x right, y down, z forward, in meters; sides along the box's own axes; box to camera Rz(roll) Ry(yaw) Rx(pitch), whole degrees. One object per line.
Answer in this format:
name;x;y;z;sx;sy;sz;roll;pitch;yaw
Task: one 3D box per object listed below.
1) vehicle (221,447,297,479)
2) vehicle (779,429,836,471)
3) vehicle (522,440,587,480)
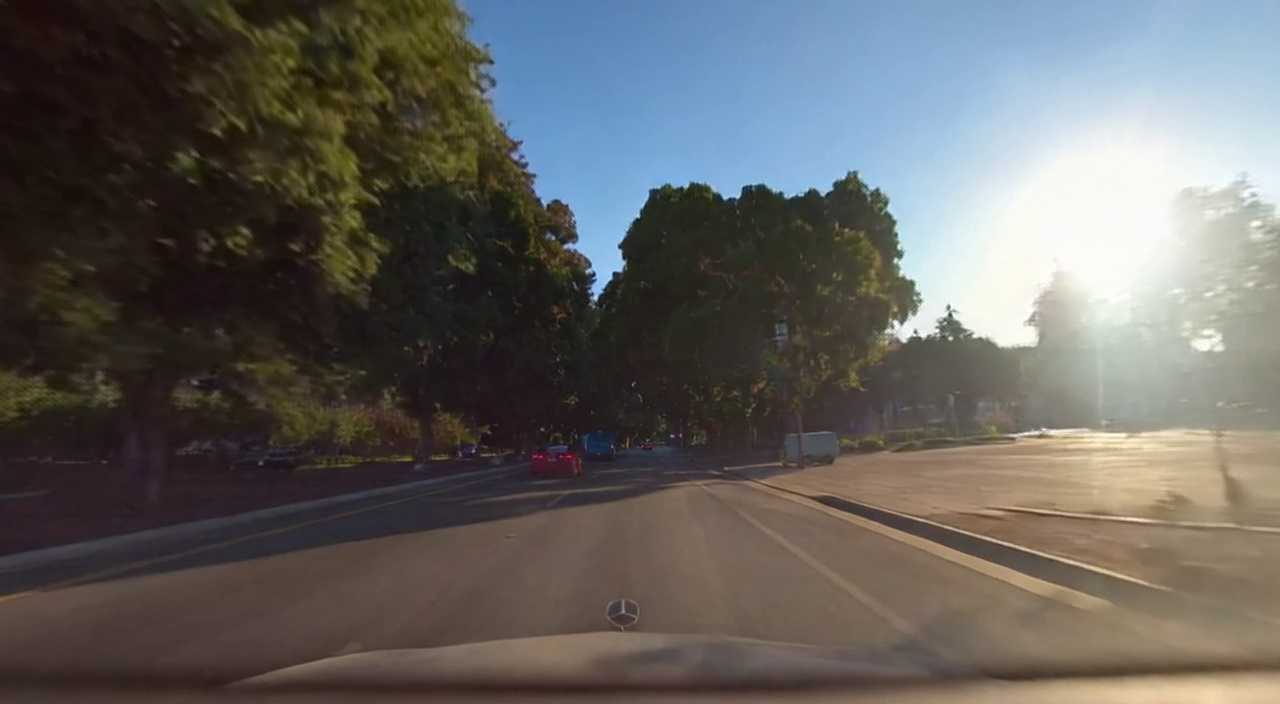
vehicle;-22.597;6.572;37.704;1.911;1.799;4.222;0;-8;-1
vehicle;7.142;4.195;27.147;1.596;1.654;2.920;-1;-8;0
vehicle;-3.338;4.305;25.430;2.009;1.473;4.028;0;-8;1
